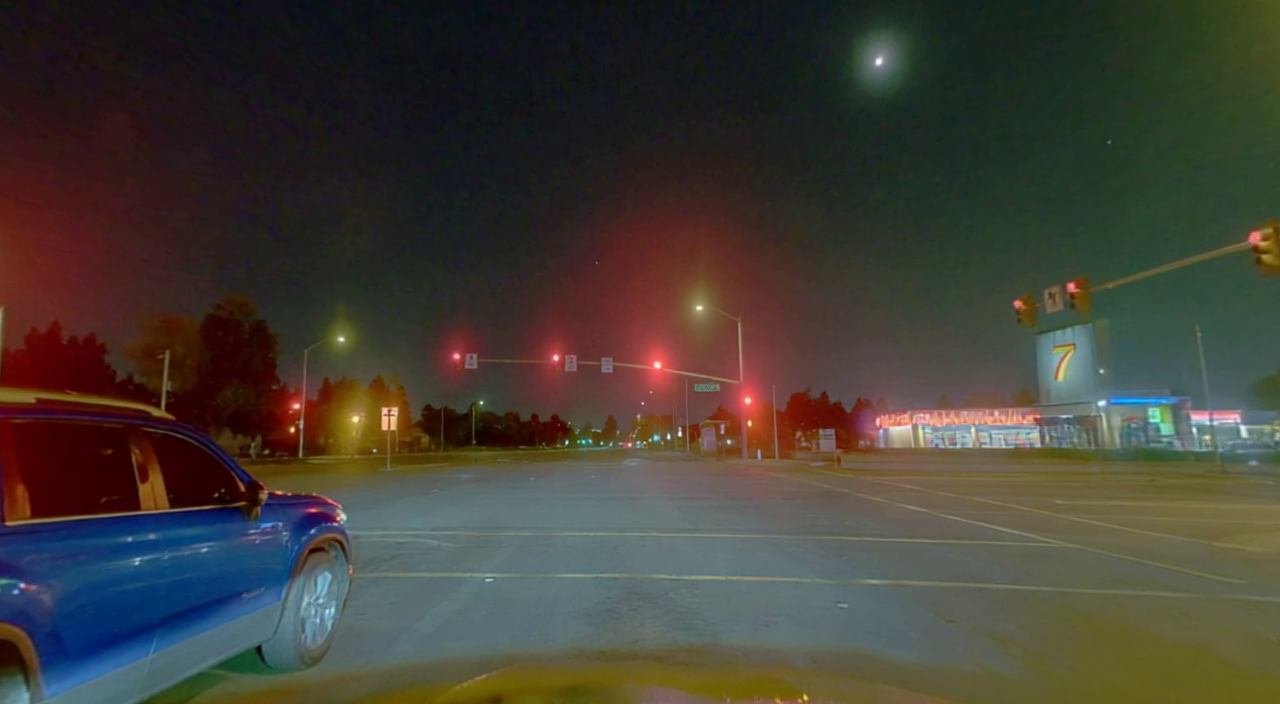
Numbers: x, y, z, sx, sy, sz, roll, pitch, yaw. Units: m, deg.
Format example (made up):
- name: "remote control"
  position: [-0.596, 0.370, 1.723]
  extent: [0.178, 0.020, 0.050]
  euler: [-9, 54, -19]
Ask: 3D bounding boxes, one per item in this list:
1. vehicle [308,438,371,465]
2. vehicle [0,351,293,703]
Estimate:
- name: "vehicle"
  position: [-20.496, 6.807, 43.177]
  extent: [2.004, 1.699, 4.486]
  euler: [0, -9, 0]
- name: "vehicle"
  position: [-3.440, 0.806, 2.061]
  extent: [2.053, 1.690, 4.364]
  euler: [0, -9, 1]
